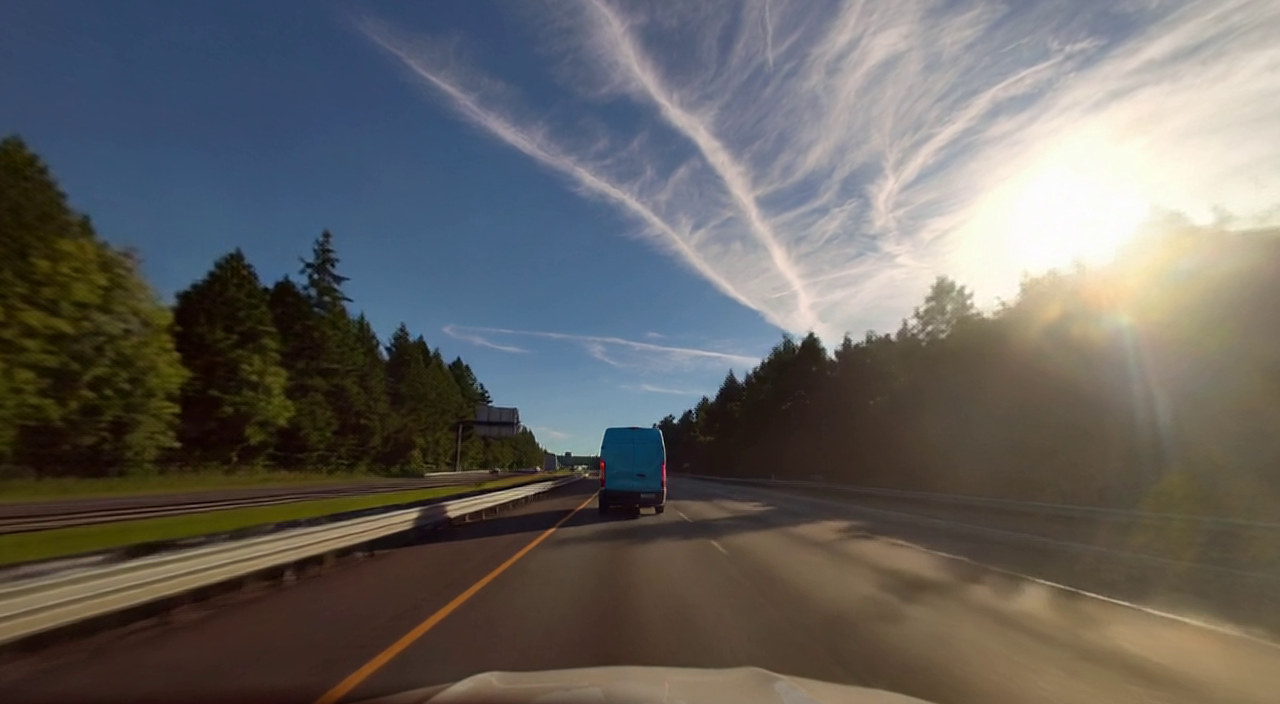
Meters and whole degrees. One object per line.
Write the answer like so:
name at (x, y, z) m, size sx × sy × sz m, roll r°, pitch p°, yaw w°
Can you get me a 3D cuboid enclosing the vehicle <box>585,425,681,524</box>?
vehicle at (-0.282, 3.621, 18.864) m, size 2.375 × 2.432 × 6.161 m, roll 1°, pitch -10°, yaw -2°
